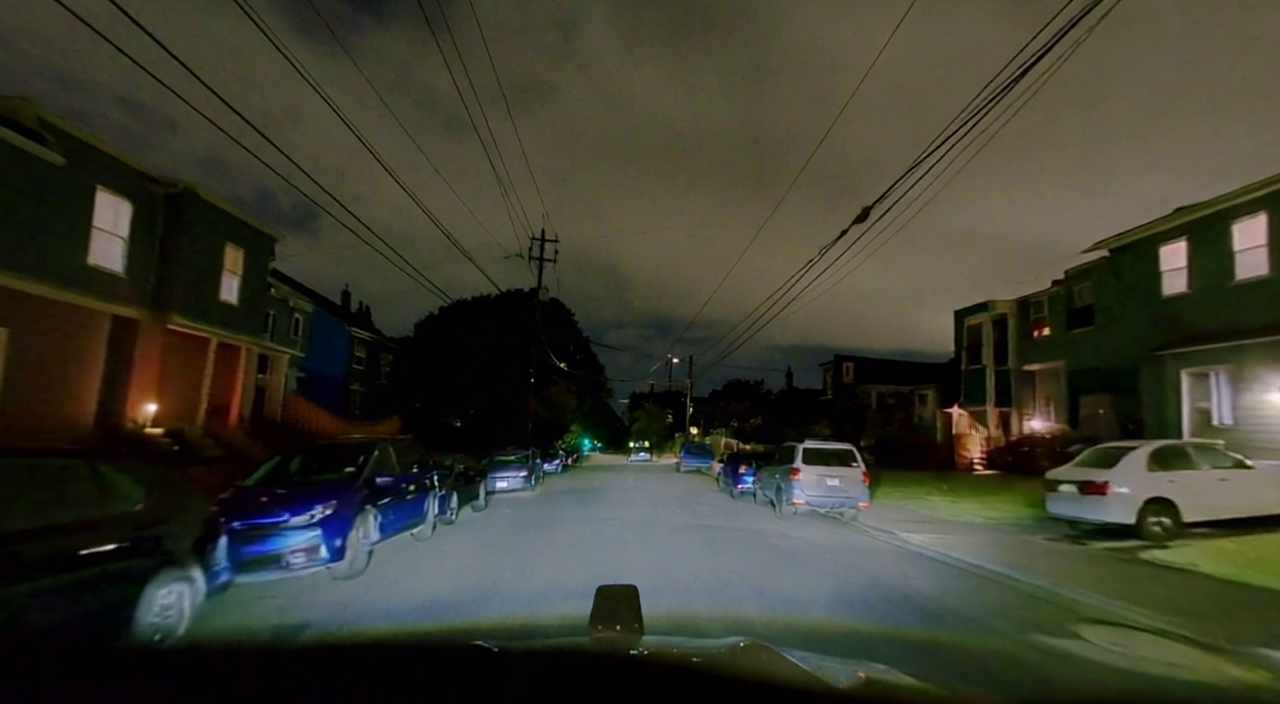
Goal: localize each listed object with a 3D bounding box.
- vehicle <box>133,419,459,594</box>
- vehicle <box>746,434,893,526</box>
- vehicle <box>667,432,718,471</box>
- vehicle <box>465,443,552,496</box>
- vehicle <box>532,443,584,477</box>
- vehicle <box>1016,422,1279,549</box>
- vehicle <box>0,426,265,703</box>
[{"bbox_3d":[-3.845,1.767,8.028,1.876,1.645,3.911,0,-9,0],"label":"vehicle"},{"bbox_3d":[3.461,2.529,13.059,1.916,1.587,3.986,0,-9,1],"label":"vehicle"},{"bbox_3d":[3.085,6.042,38.484,2.564,2.155,6.053,0,-8,0],"label":"vehicle"},{"bbox_3d":[-4.020,3.653,20.081,1.998,1.476,4.410,0,-9,-2],"label":"vehicle"},{"bbox_3d":[-3.900,5.234,30.770,1.979,1.471,4.366,1,-9,0],"label":"vehicle"},{"bbox_3d":[7.973,1.742,8.568,4.480,1.497,1.884,-1,-8,2],"label":"vehicle"},{"bbox_3d":[-4.053,1.117,3.101,1.745,1.490,4.304,0,-8,0],"label":"vehicle"}]
